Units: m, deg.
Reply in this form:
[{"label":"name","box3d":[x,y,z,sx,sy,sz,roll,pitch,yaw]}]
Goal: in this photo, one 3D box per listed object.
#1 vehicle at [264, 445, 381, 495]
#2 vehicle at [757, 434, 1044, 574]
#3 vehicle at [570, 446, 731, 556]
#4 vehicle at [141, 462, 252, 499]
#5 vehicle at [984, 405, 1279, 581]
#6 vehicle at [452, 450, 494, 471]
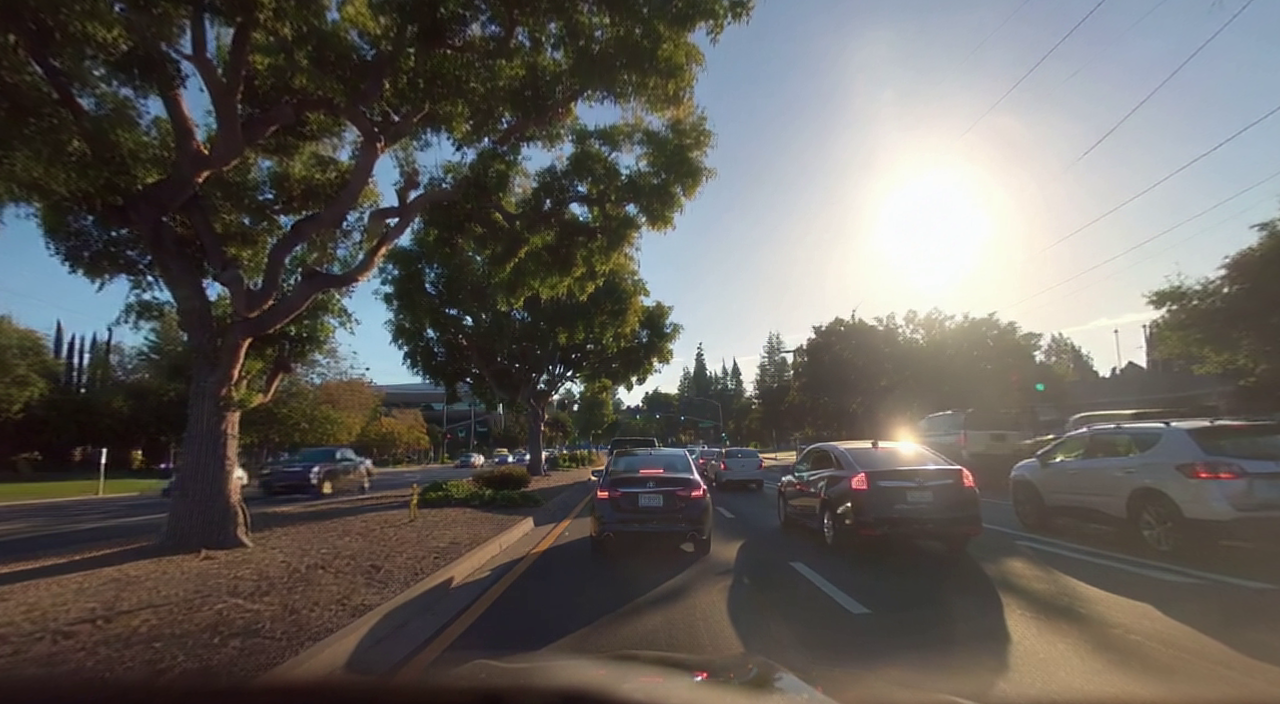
[{"label":"vehicle","box3d":[-11.644,4.316,23.589,1.980,1.675,4.581,0,-8,0]},{"label":"vehicle","box3d":[3.191,1.970,9.150,1.970,1.445,4.974,0,-8,-1]},{"label":"vehicle","box3d":[0.096,2.154,9.913,1.990,1.347,4.067,0,-8,-1]},{"label":"vehicle","box3d":[-18.434,5.334,26.524,1.798,1.333,3.944,0,-9,0]},{"label":"vehicle","box3d":[6.910,1.727,8.536,1.987,1.730,4.373,0,-8,-1]},{"label":"vehicle","box3d":[-12.473,8.105,47.422,1.943,1.467,4.442,0,-9,0]}]
